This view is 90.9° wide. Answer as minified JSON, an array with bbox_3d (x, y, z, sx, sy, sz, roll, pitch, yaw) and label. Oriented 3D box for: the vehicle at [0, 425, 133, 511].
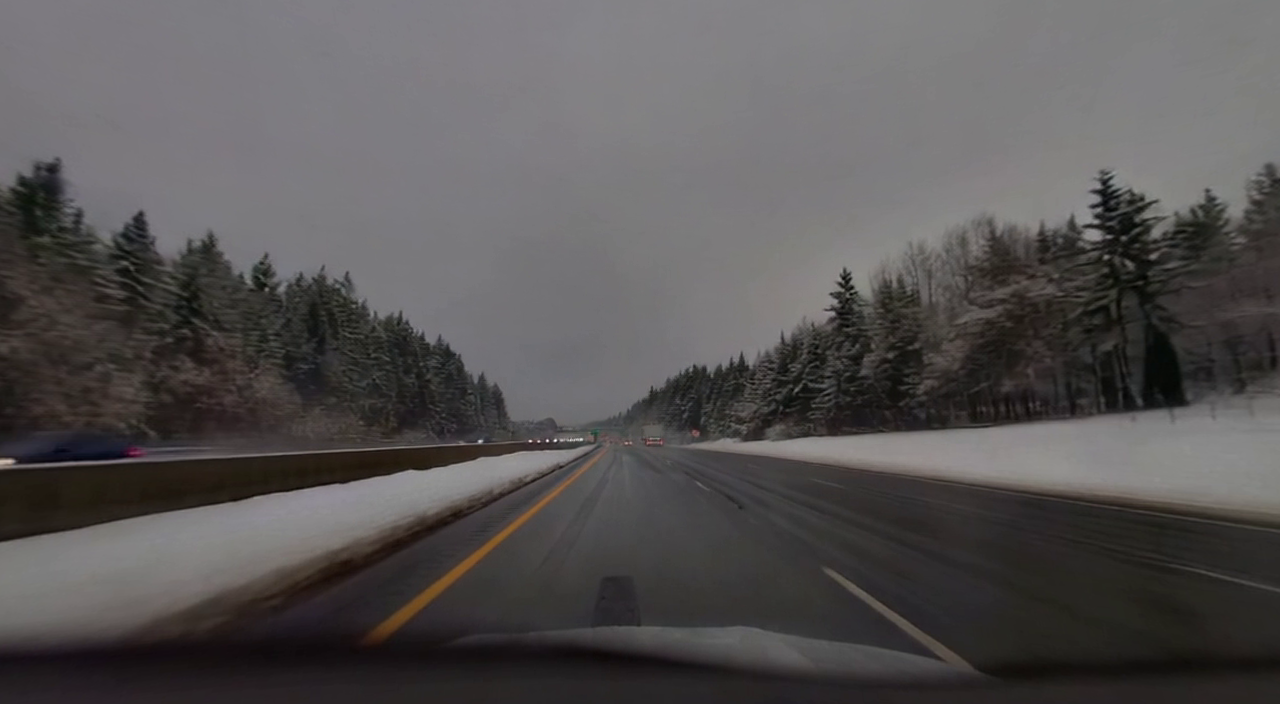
[{"bbox_3d":[-12.576,2.282,12.682,1.781,1.557,3.545,0,-8,-1],"label":"vehicle"}]
